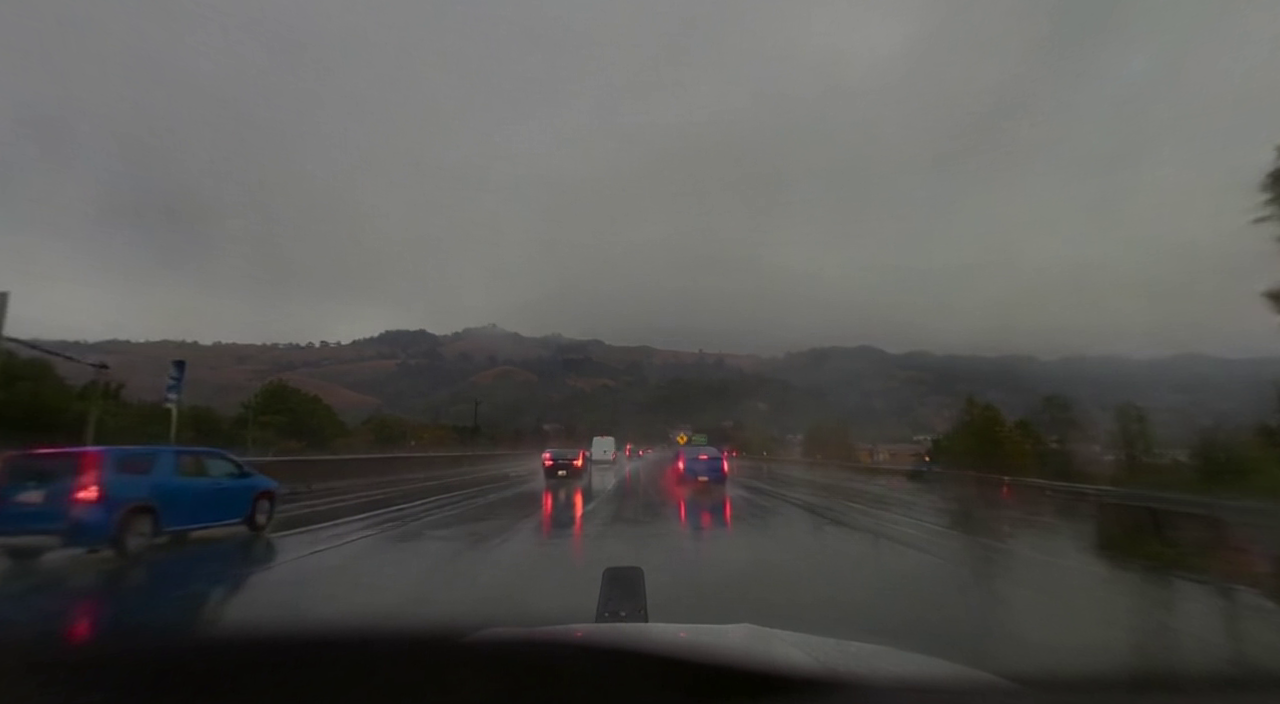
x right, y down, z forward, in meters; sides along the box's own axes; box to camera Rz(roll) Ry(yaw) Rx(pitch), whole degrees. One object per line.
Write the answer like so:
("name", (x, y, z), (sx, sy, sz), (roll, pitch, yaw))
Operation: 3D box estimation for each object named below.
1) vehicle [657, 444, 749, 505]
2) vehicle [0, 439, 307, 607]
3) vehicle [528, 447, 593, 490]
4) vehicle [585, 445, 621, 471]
("vehicle", (1.627, 3.379, 17.931), (2.050, 1.491, 4.362), (0, -8, -2))
("vehicle", (-6.633, 1.920, 8.170), (2.012, 1.504, 4.729), (0, -8, 1))
("vehicle", (-3.004, 4.501, 24.688), (1.990, 1.501, 4.250), (0, -8, 0))
("vehicle", (-2.463, 7.123, 42.675), (2.270, 1.660, 4.101), (0, -8, -1))
